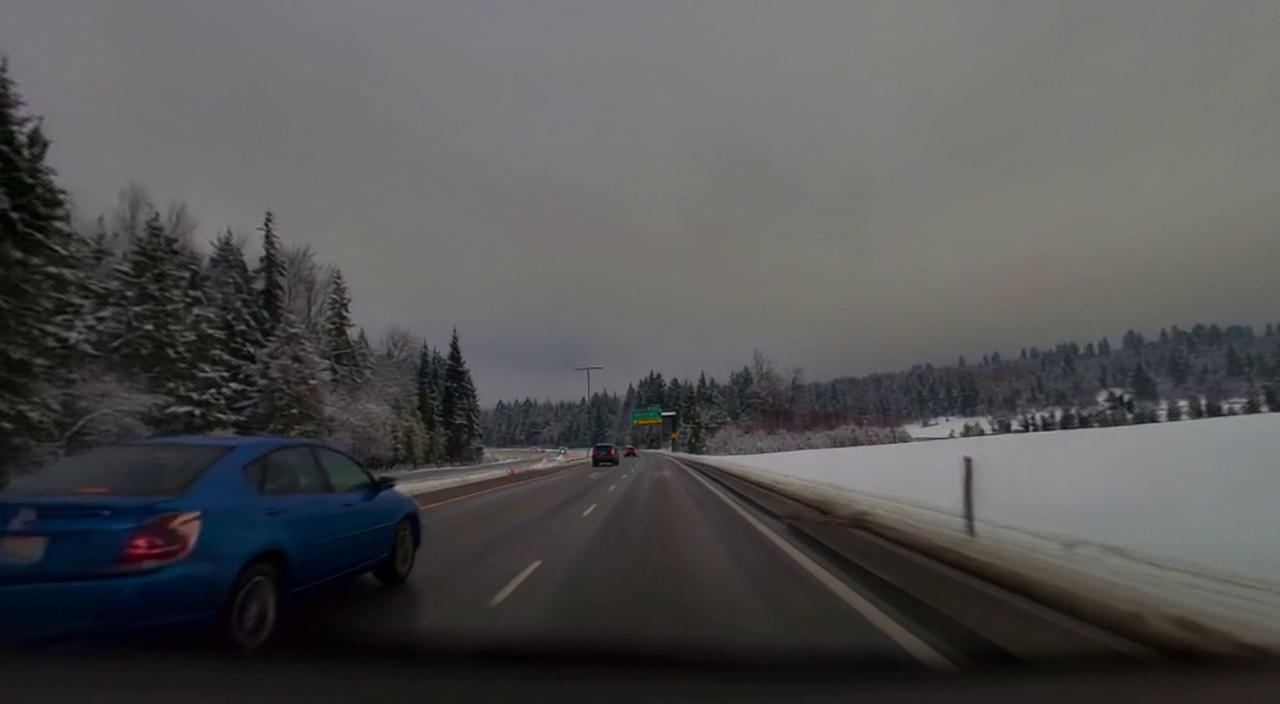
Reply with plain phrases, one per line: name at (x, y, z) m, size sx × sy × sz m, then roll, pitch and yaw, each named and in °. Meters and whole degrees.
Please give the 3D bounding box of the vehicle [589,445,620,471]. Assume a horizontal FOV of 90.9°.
vehicle at (-2.172, 6.618, 39.458) m, size 1.675 × 1.537 × 3.574 m, roll -1°, pitch -9°, yaw 1°

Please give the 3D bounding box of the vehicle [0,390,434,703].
vehicle at (-3.059, 1.232, 4.576) m, size 1.846 × 1.566 × 3.525 m, roll -1°, pitch -9°, yaw 1°
